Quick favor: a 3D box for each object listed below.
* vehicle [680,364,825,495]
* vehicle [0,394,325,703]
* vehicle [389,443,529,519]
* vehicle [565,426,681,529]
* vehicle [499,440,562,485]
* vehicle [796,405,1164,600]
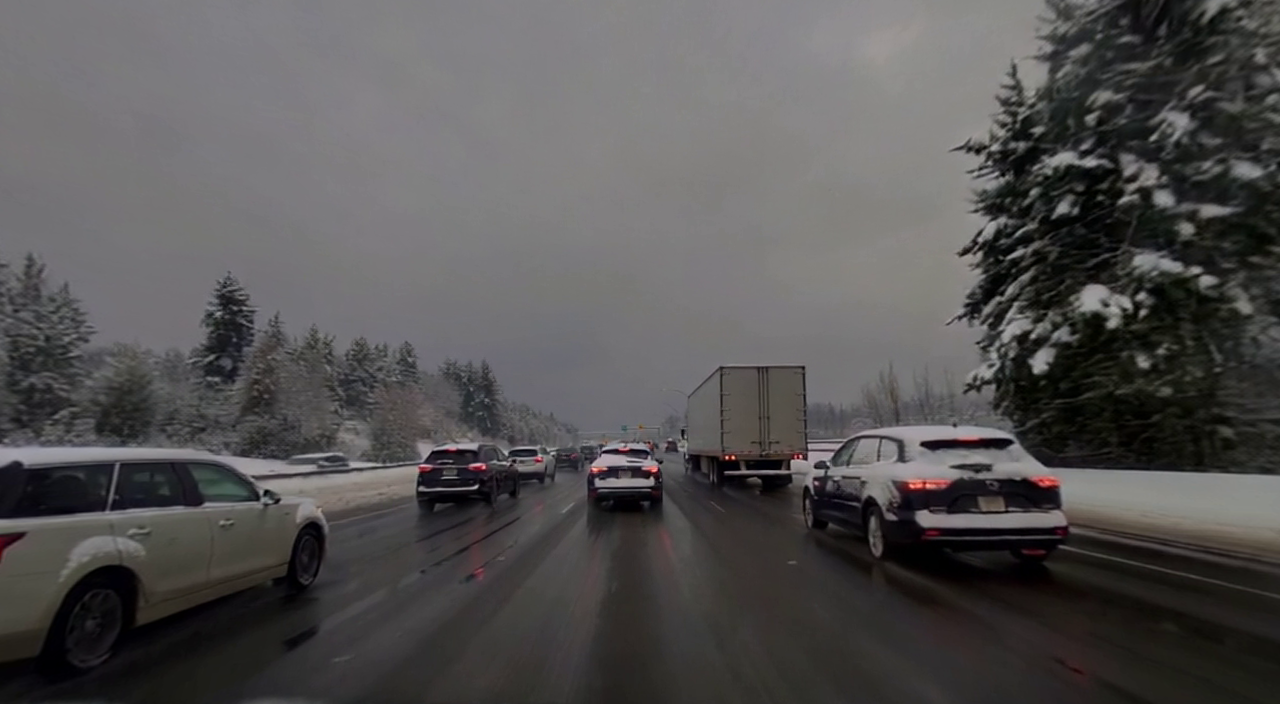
[{"bbox_3d":[4.000,3.607,27.551,3.186,4.111,15.553,0,-9,-1],"label":"vehicle"},{"bbox_3d":[-4.283,1.259,4.728,1.789,1.620,3.841,0,-9,0],"label":"vehicle"},{"bbox_3d":[-4.005,2.911,14.783,1.923,1.503,4.293,0,-9,1],"label":"vehicle"},{"bbox_3d":[-0.309,2.558,13.345,2.037,1.792,4.194,0,-9,0],"label":"vehicle"},{"bbox_3d":[-4.648,4.743,27.231,1.959,1.808,3.790,0,-9,1],"label":"vehicle"},{"bbox_3d":[3.665,1.728,8.109,2.076,1.751,4.666,0,-9,0],"label":"vehicle"}]
